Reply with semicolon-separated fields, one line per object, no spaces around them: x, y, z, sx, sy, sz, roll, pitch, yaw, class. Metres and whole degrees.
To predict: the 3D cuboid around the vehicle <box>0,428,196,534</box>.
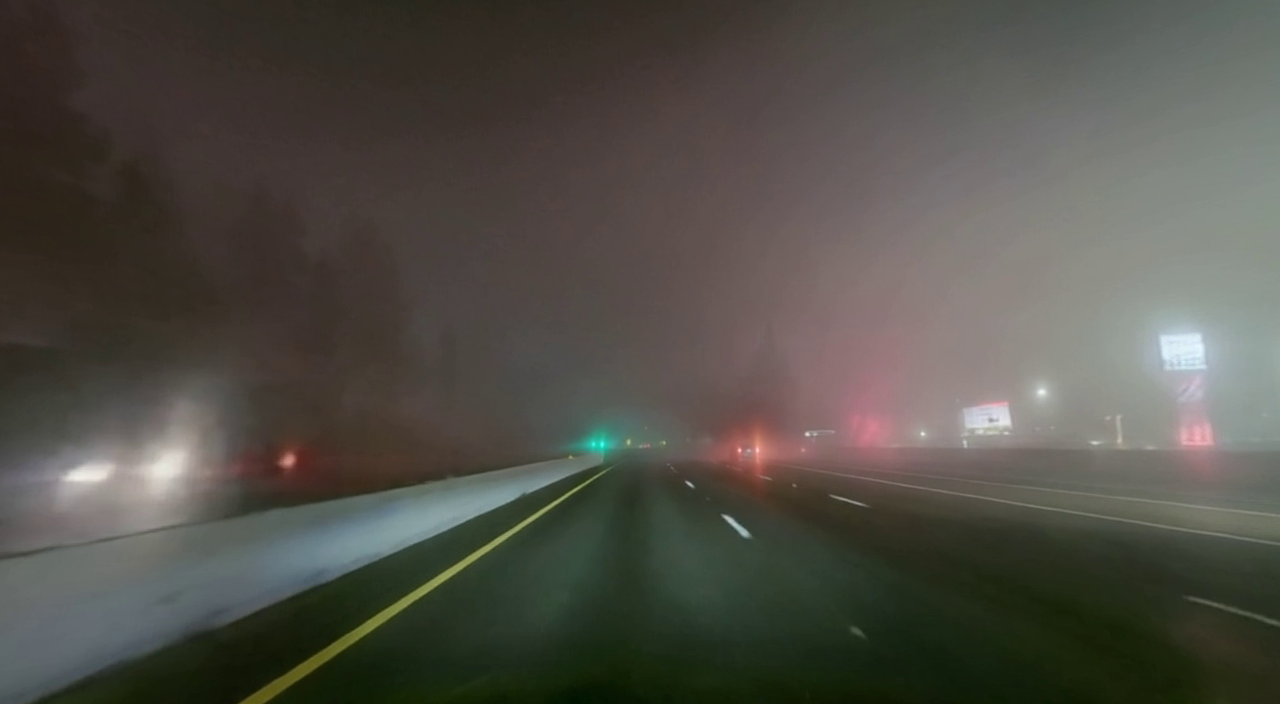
-10.538;2.189;11.145;2.027;1.551;4.656;0;-8;-1;vehicle

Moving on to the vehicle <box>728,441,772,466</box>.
7.006;6.519;40.563;2.025;1.484;4.208;0;-8;0;vehicle
